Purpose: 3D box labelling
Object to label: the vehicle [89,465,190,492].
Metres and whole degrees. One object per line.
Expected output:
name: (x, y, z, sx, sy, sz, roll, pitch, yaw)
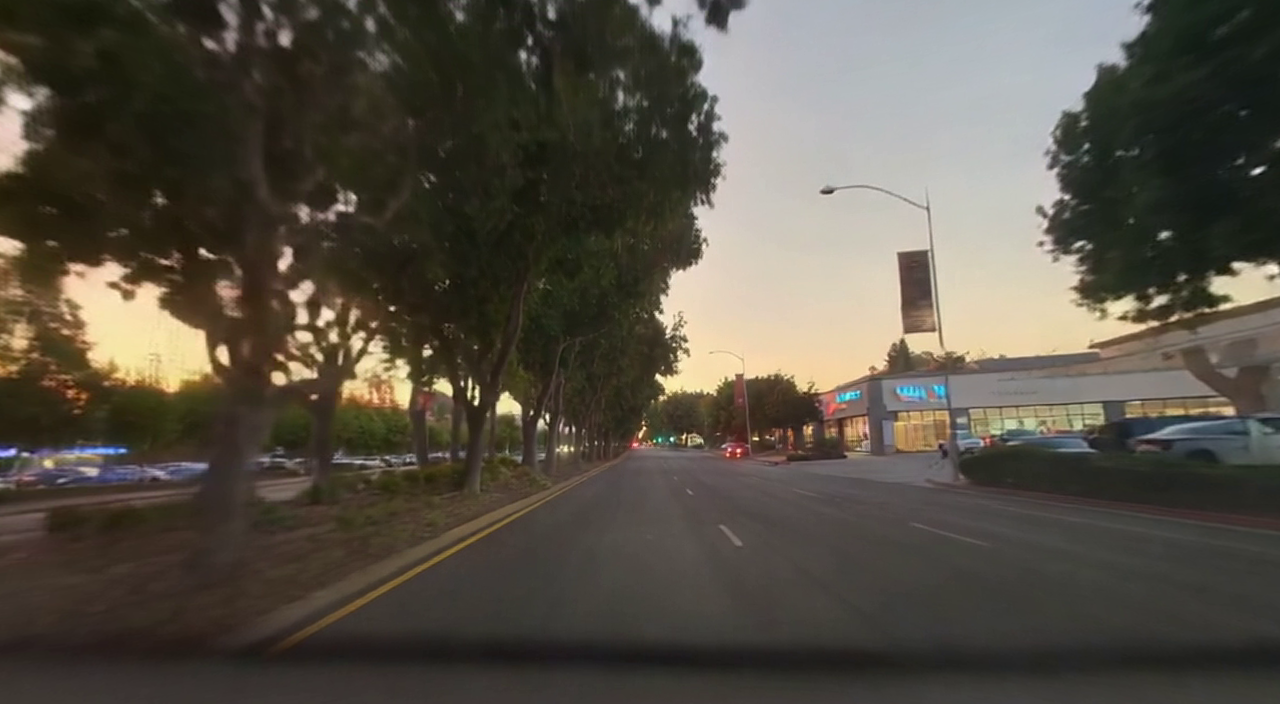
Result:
vehicle: (-31.466, 7.960, 39.808, 4.622, 1.466, 1.842, 4, -9, -27)
